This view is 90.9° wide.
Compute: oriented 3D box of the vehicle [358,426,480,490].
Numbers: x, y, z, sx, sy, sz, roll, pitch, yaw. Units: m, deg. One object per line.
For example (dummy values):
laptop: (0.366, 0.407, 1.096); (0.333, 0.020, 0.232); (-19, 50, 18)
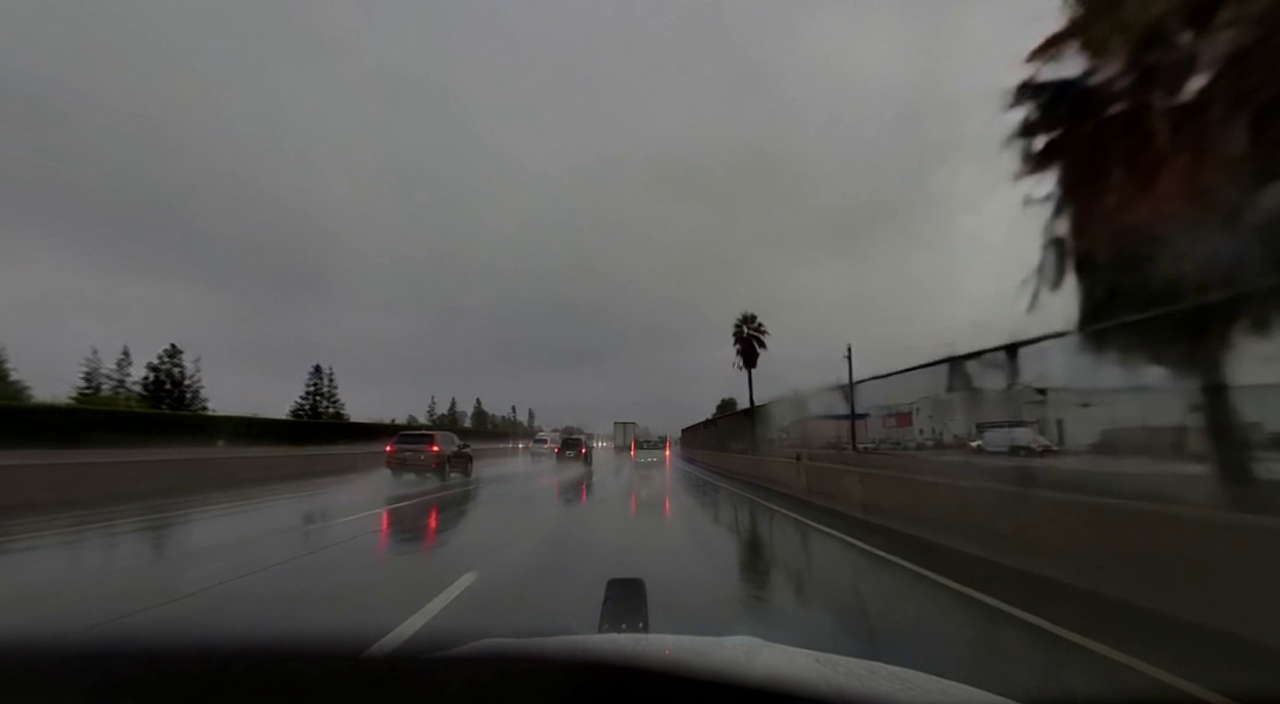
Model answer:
vehicle: (-6.903, 3.367, 20.342); (2.105, 1.790, 4.689); (0, -8, 2)

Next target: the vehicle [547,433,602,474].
vehicle: (-3.126, 4.927, 30.964); (2.108, 1.832, 4.549); (0, -8, 1)

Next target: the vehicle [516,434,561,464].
vehicle: (-6.845, 6.610, 43.159); (2.085, 1.932, 4.967); (-1, -8, 2)

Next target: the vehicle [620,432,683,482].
vehicle: (0.381, 3.882, 23.515); (2.136, 1.678, 4.052); (0, -8, 0)
